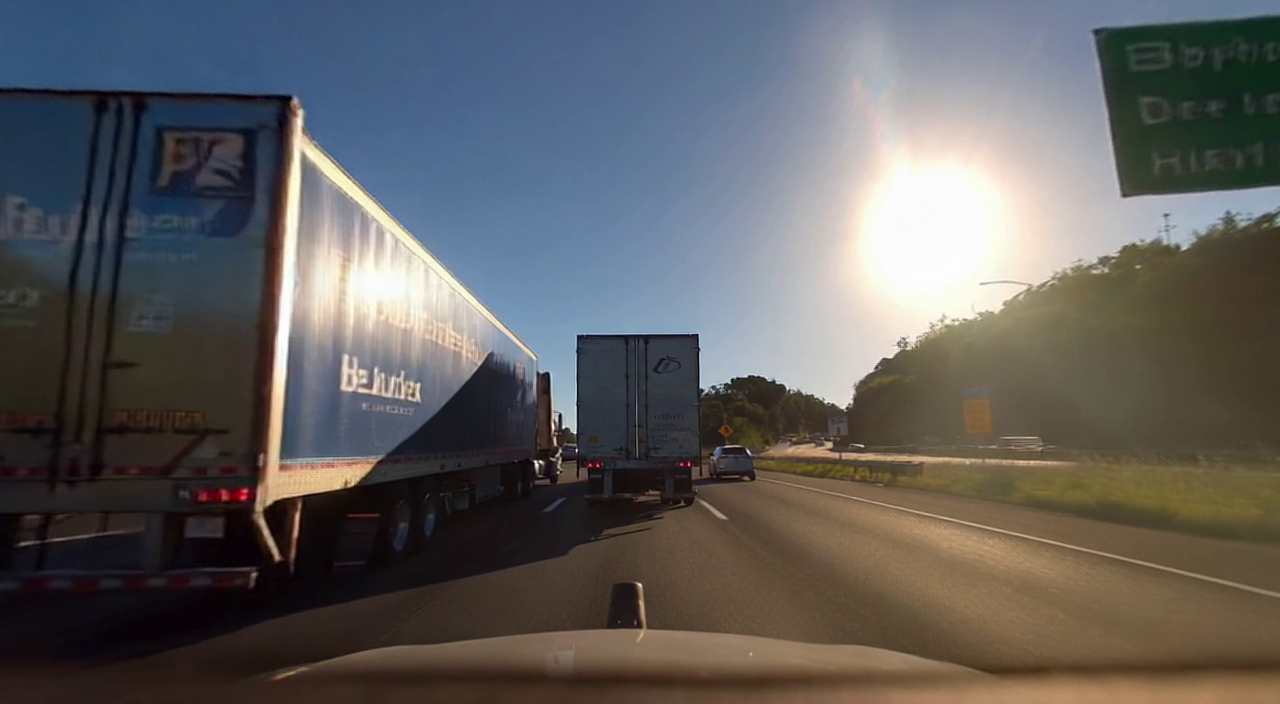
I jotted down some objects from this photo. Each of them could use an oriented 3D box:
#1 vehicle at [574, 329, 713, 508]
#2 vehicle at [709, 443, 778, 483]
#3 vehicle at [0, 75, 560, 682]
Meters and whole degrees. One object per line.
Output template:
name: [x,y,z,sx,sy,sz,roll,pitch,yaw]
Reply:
vehicle: [0.029,2.125,18.416,2.910,3.828,9.805,0,-9,0]
vehicle: [4.094,4.467,25.682,2.010,1.446,4.579,0,-9,0]
vehicle: [-3.979,1.225,12.149,2.873,4.107,15.970,0,-9,0]
